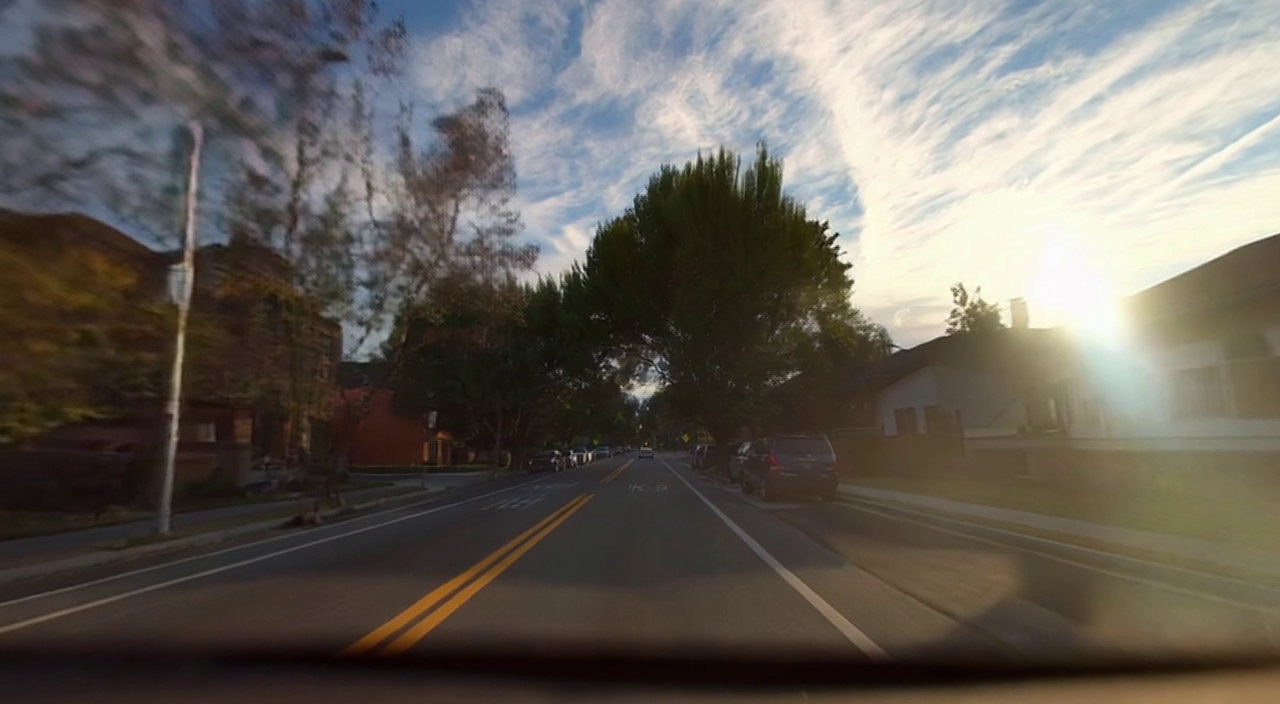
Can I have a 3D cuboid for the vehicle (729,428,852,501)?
[{"bbox_3d":[3.981,3.064,17.619,1.937,1.752,4.574,1,-8,-5],"label":"vehicle"}]
